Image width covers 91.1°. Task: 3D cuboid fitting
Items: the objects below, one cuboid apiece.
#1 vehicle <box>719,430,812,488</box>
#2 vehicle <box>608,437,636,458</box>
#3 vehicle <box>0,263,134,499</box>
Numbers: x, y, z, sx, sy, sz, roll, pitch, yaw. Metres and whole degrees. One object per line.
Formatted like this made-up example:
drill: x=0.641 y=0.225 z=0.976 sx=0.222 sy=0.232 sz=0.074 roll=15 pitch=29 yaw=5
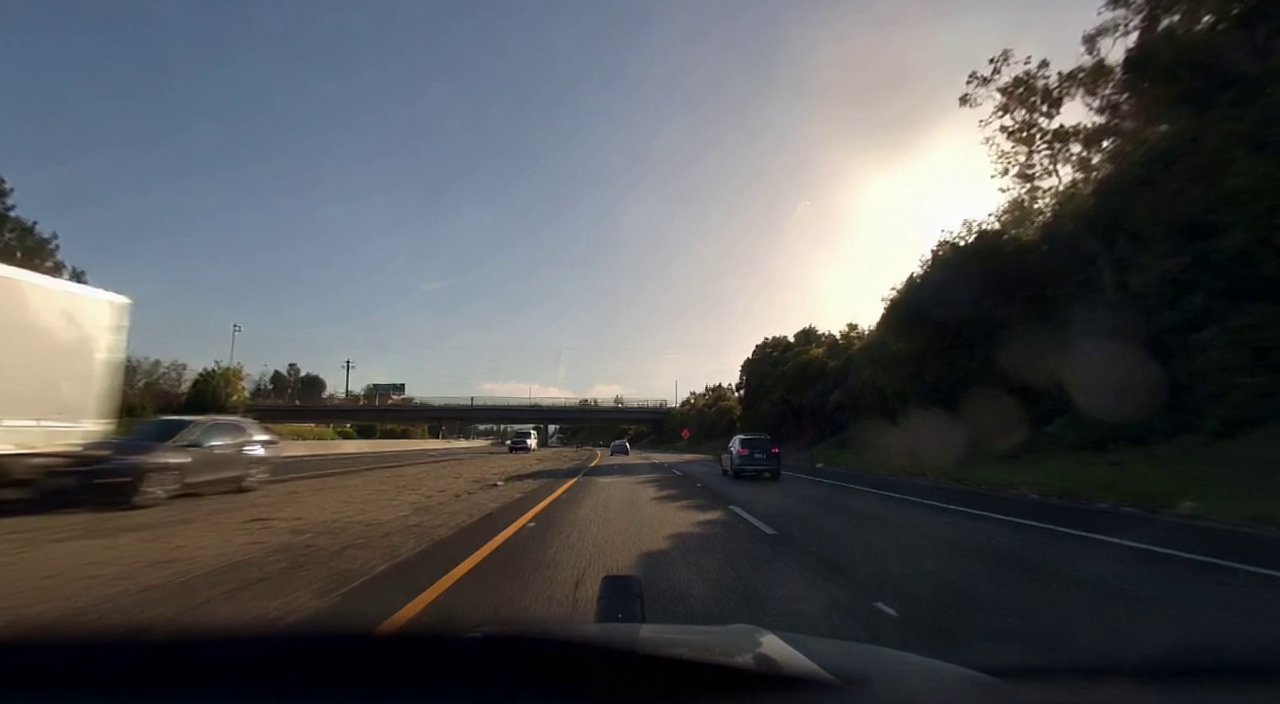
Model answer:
vehicle: x=3.561 y=3.098 z=18.511 sx=1.852 sy=1.513 sz=3.652 roll=0 pitch=-8 yaw=-2
vehicle: x=-1.410 y=7.232 z=47.759 sx=1.998 sy=1.512 sz=3.735 roll=1 pitch=-8 yaw=-3
vehicle: x=-8.498 y=0.177 z=5.975 sx=2.663 sy=2.628 sz=5.536 roll=0 pitch=-8 yaw=0
